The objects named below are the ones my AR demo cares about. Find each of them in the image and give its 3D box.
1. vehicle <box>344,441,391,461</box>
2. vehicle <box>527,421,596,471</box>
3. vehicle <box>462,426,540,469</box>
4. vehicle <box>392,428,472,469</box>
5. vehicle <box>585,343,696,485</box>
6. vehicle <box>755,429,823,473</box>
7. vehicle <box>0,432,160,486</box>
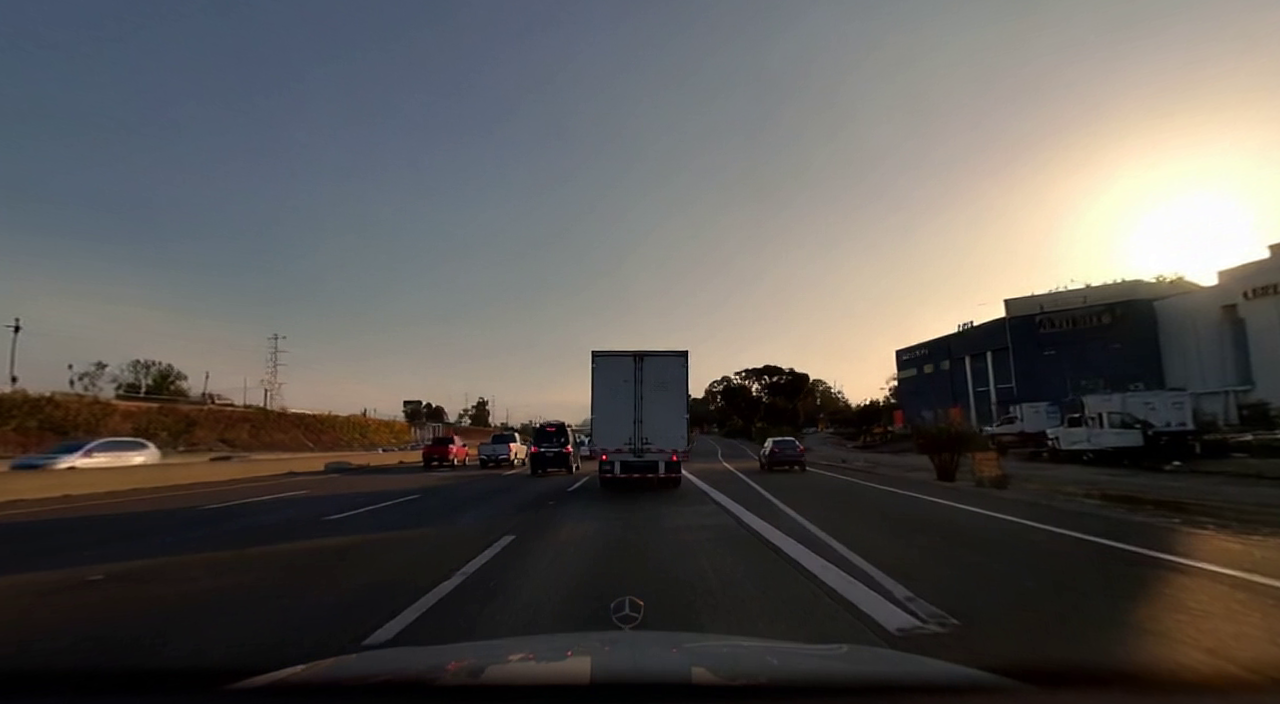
[{"bbox_3d":[-21.162,7.718,49.131,1.775,1.450,4.104,0,-9,1],"label":"vehicle"},{"bbox_3d":[-3.530,4.424,29.694,2.379,2.075,6.169,0,-9,0],"label":"vehicle"},{"bbox_3d":[-6.860,4.844,31.986,2.479,1.978,5.952,0,-9,1],"label":"vehicle"},{"bbox_3d":[-10.575,4.990,32.658,2.089,1.885,5.888,0,-9,1],"label":"vehicle"},{"bbox_3d":[-0.057,2.374,21.805,2.941,3.794,9.851,0,-9,-1],"label":"vehicle"},{"bbox_3d":[6.670,4.504,28.774,2.137,1.796,4.817,0,-9,3],"label":"vehicle"},{"bbox_3d":[-17.609,3.286,19.607,1.944,1.488,4.297,0,-9,0],"label":"vehicle"}]
